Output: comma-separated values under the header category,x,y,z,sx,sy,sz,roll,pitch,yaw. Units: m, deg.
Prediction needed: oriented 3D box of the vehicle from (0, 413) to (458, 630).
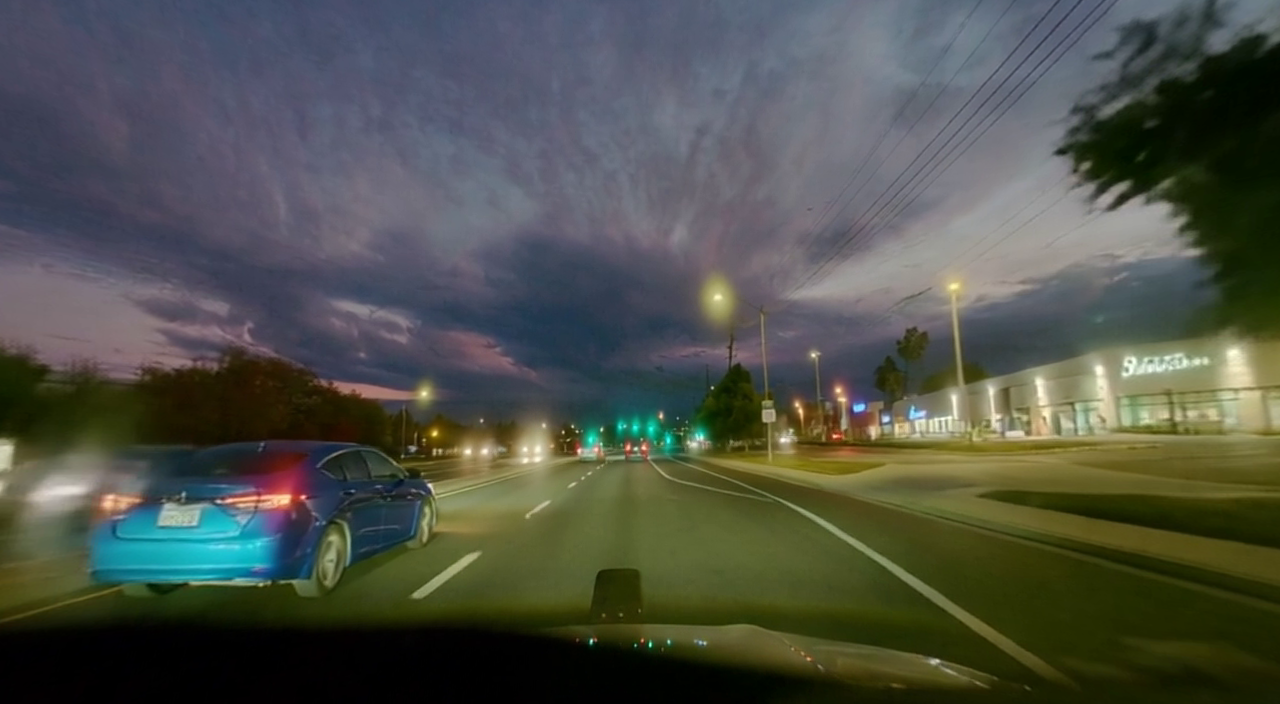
category,x,y,z,sx,sy,sz,roll,pitch,yaw
vehicle,-3.599,1.532,6.780,1.928,1.488,4.635,0,-9,0

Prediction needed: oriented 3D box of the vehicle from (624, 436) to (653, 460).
category,x,y,z,sx,sy,sz,roll,pitch,yaw
vehicle,-0.100,7.523,49.324,2.182,1.773,4.041,0,-9,0

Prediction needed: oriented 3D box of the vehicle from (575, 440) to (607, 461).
category,x,y,z,sx,sy,sz,roll,pitch,yaw
vehicle,-3.696,7.521,48.164,2.021,1.486,3.623,-1,-9,1
